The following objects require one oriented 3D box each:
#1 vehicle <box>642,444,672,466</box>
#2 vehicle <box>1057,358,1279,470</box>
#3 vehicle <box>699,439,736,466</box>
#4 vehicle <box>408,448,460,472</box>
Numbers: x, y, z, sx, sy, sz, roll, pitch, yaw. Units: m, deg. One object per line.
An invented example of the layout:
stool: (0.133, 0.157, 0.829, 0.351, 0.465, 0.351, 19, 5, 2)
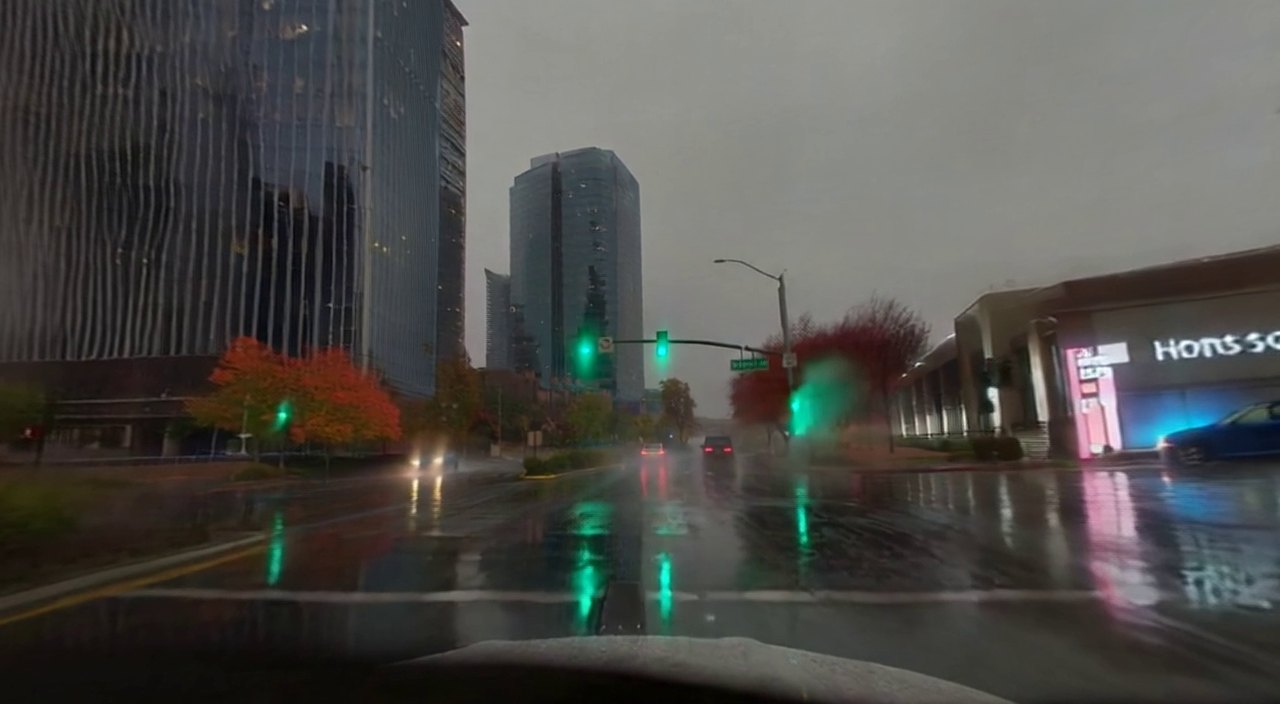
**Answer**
vehicle: (1.361, 7.728, 47.427, 2.014, 1.525, 4.197, -1, -9, 5)
vehicle: (21.000, 2.174, 21.445, 10.893, 3.534, 3.195, 0, -9, 4)
vehicle: (5.311, 6.966, 43.822, 2.174, 1.749, 4.739, 0, -9, 2)
vehicle: (-14.238, 7.464, 43.766, 1.904, 1.582, 4.111, -1, -9, 5)
